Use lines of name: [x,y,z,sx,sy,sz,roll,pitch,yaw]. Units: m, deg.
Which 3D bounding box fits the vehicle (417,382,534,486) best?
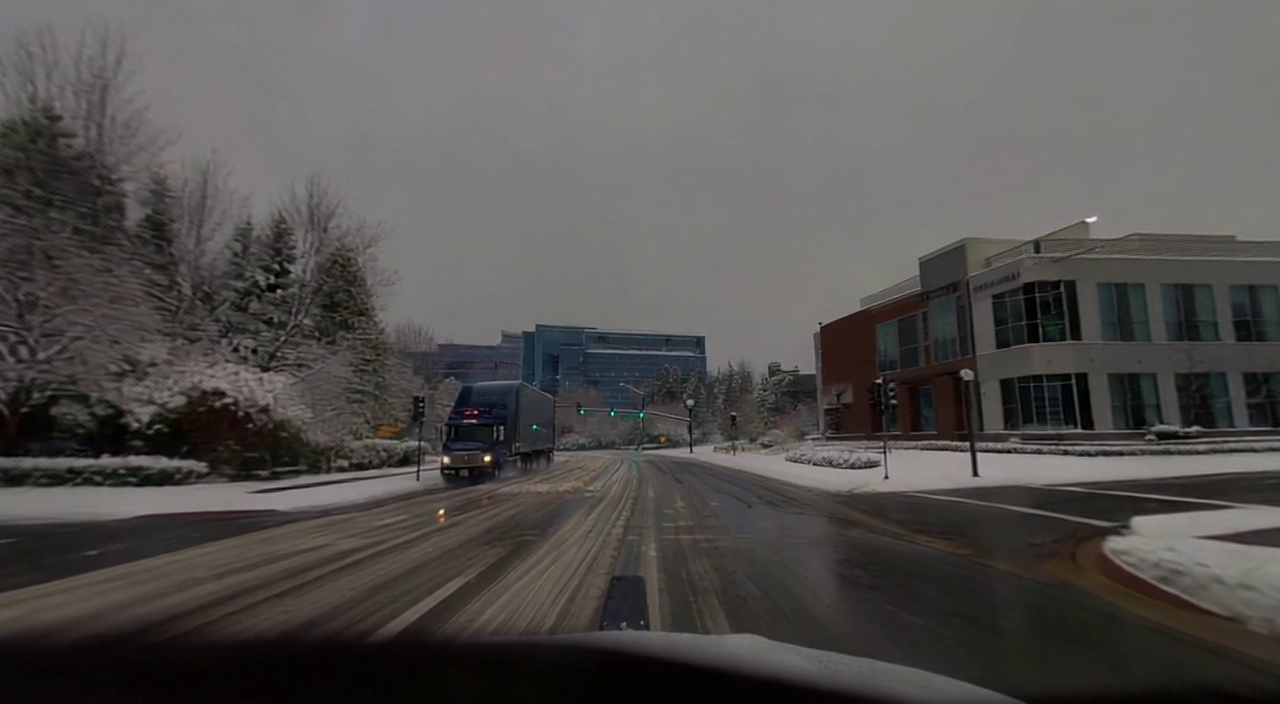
vehicle: [-7.109,3.787,28.731,3.053,4.058,8.110,0,-9,0]
